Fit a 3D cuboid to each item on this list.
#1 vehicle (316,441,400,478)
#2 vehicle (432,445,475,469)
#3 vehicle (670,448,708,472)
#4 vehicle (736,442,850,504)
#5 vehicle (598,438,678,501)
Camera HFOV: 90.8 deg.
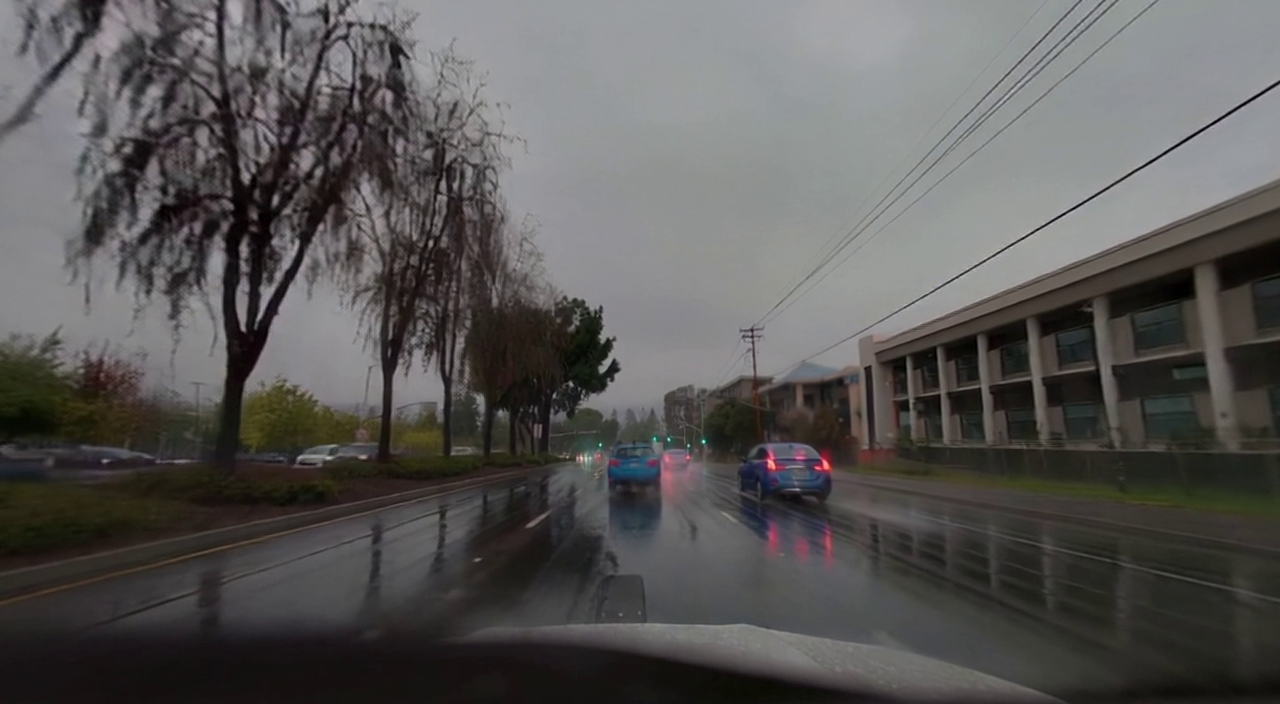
[{"bbox_3d":[-13.625,5.192,30.864,1.982,1.639,4.553,0,-8,0],"label":"vehicle"},{"bbox_3d":[-14.388,8.104,49.082,2.064,1.745,4.495,0,-8,-1],"label":"vehicle"},{"bbox_3d":[3.147,7.044,41.545,2.054,1.461,4.321,0,-8,-1],"label":"vehicle"},{"bbox_3d":[4.199,3.387,18.140,2.086,1.534,4.351,0,-8,-1],"label":"vehicle"},{"bbox_3d":[-0.093,3.369,18.539,2.073,1.606,3.933,0,-8,-1],"label":"vehicle"}]
